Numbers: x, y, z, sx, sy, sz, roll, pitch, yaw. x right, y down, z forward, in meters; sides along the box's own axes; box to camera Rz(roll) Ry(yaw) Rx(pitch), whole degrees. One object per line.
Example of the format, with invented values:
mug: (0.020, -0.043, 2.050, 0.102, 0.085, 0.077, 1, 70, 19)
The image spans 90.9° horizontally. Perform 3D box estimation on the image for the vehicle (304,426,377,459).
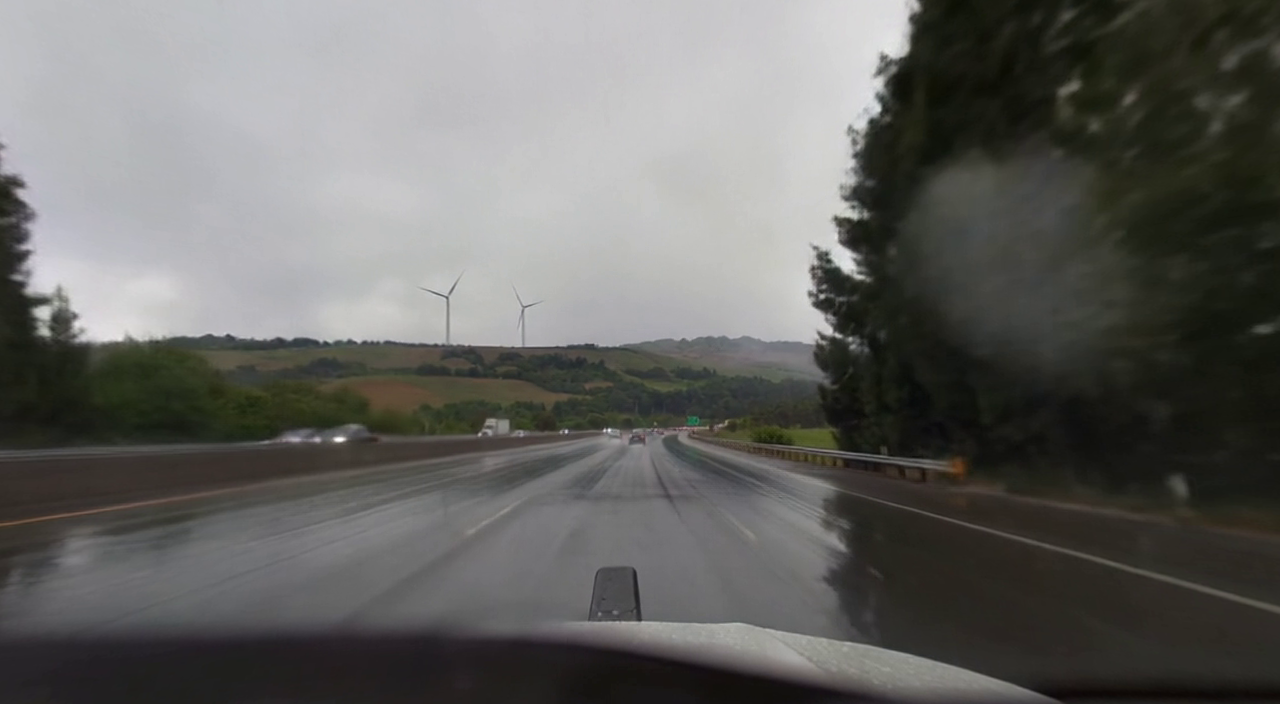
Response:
vehicle: (-19.646, 5.951, 41.655, 2.086, 1.974, 5.436, 0, -8, 0)

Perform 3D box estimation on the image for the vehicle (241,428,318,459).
vehicle: (-24.054, 6.115, 42.315, 2.073, 1.974, 5.139, 0, -8, 1)
